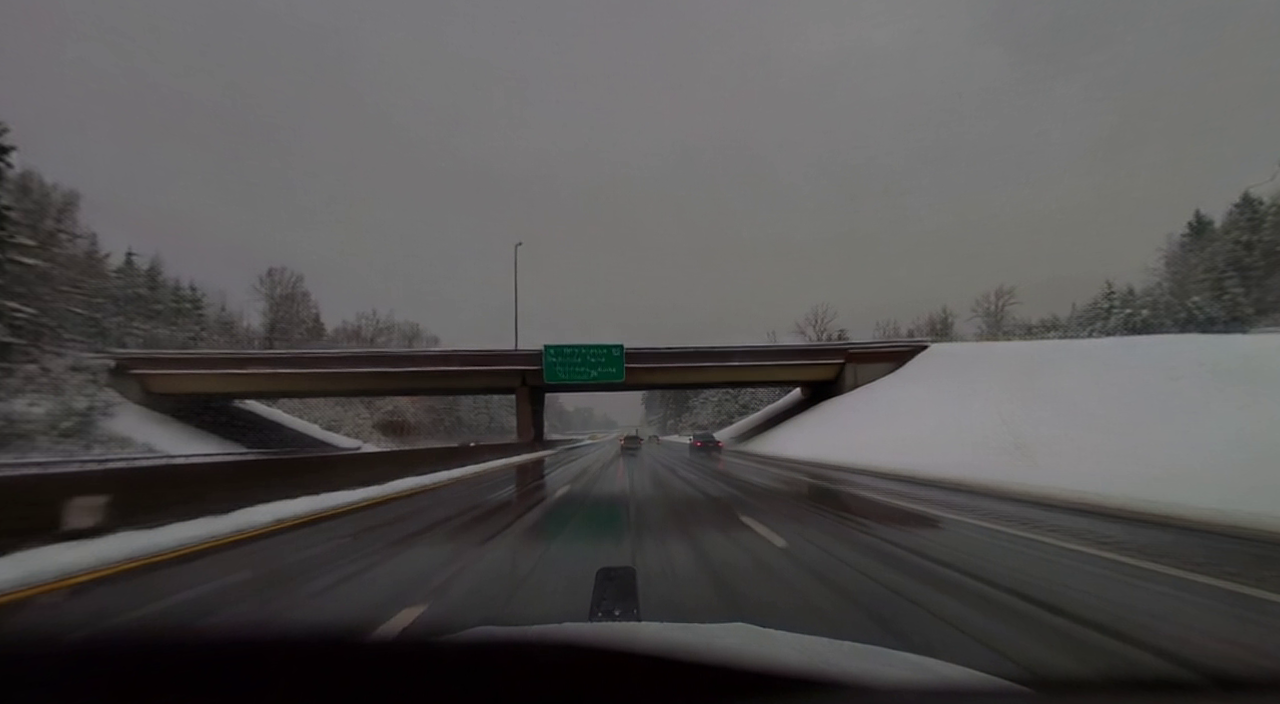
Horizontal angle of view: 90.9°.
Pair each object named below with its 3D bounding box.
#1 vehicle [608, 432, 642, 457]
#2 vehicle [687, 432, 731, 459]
[{"bbox_3d":[-0.919,5.720,39.028,1.987,1.440,3.565,0,-8,-1],"label":"vehicle"},{"bbox_3d":[4.103,5.602,37.998,2.056,1.508,4.093,0,-8,-2],"label":"vehicle"}]
